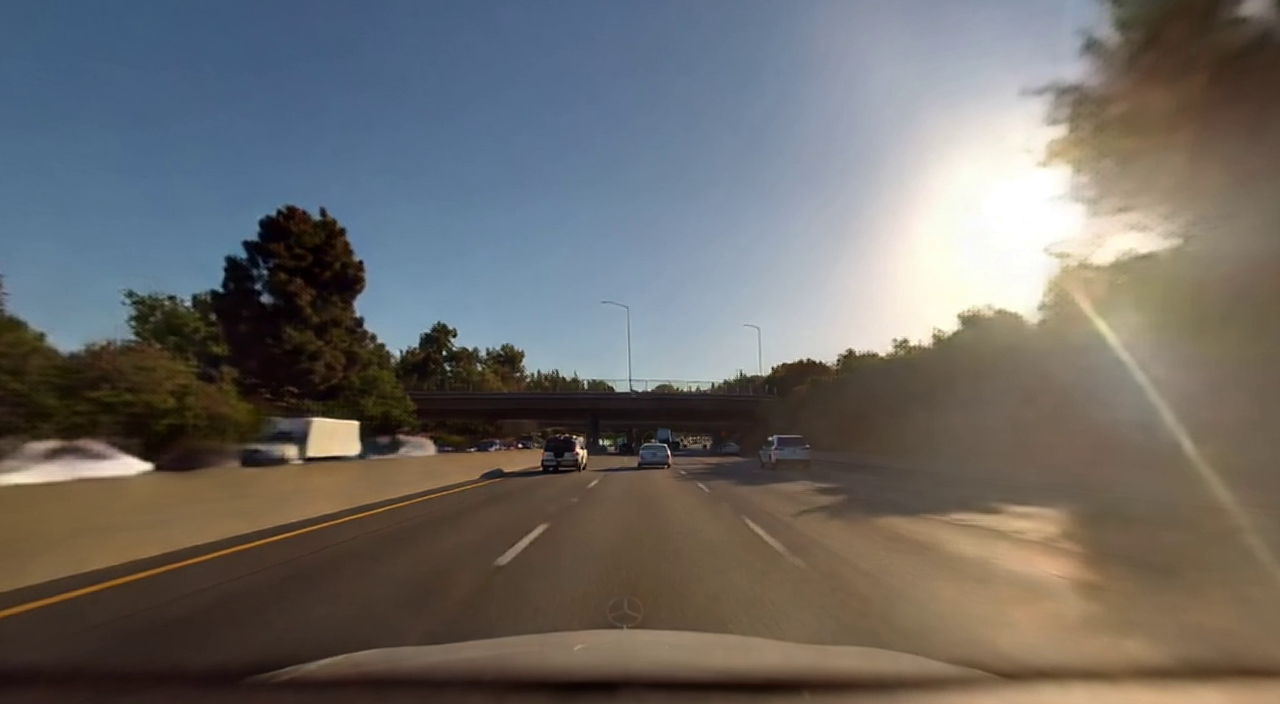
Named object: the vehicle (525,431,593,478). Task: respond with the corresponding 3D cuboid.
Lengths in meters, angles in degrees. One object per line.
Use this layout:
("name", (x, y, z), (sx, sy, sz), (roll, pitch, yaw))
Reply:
("vehicle", (-3.232, 4.181, 26.049), (2.140, 1.720, 4.410), (0, -8, 1))

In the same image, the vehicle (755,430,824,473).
("vehicle", (7.146, 4.804, 30.777), (2.094, 1.916, 5.099), (0, -8, 0))

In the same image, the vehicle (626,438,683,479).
("vehicle", (0.549, 4.171, 25.010), (2.071, 1.464, 4.162), (0, -8, 1))

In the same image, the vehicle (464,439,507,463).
("vehicle", (-11.791, 7.574, 48.517), (1.915, 1.675, 5.092), (0, -8, 1))

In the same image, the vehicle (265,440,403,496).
("vehicle", (-8.969, 3.398, 18.972), (1.967, 1.447, 4.206), (0, -8, 2))

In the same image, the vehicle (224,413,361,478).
("vehicle", (-19.185, 5.234, 35.621), (2.953, 3.194, 8.165), (-1, -8, 1))

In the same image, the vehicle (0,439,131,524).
("vehicle", (-12.527, 2.431, 12.038), (1.926, 1.518, 4.327), (0, -8, 1))
